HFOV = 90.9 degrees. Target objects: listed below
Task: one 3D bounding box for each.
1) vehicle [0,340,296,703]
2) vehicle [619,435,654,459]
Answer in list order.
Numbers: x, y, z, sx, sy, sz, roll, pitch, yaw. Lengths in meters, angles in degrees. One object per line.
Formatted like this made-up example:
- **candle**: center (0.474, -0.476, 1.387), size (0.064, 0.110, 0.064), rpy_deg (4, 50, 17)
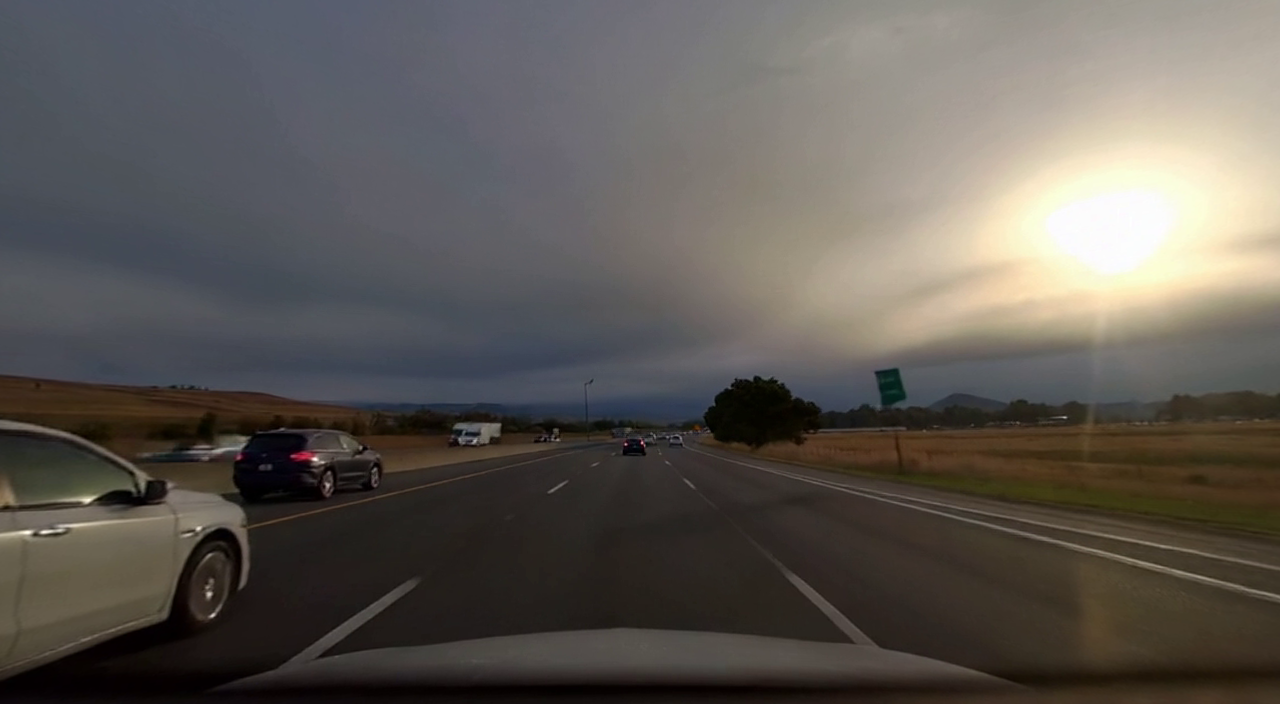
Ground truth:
- **vehicle**: center (-3.808, 0.819, 2.799), size (2.070, 1.703, 4.452), rpy_deg (0, -8, -1)
- **vehicle**: center (-0.223, 6.126, 40.751), size (2.140, 1.475, 3.969), rpy_deg (0, -8, -1)
